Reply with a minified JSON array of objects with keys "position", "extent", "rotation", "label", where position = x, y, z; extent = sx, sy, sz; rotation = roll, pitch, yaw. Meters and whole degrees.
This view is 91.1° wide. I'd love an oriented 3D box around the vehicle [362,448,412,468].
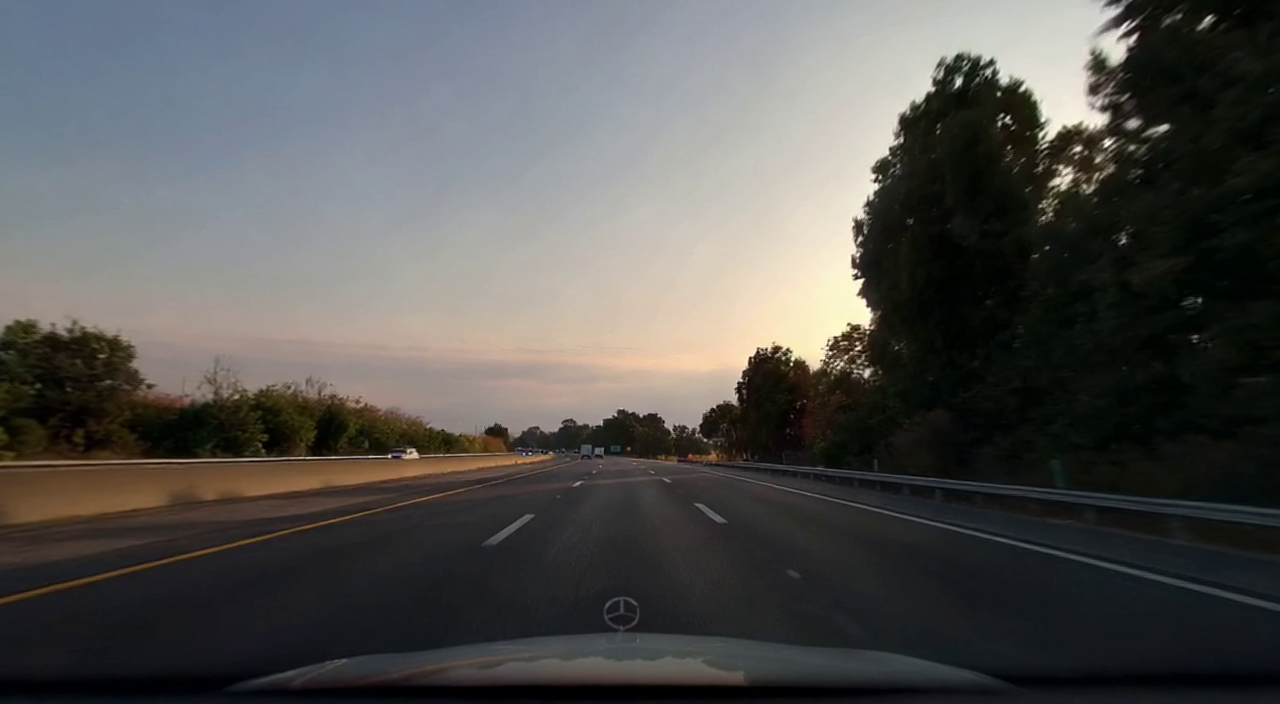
[{"position":[-18.864,7.904,47.015],"extent":[1.832,1.454,4.661],"rotation":[0,-9,-1],"label":"vehicle"}]
